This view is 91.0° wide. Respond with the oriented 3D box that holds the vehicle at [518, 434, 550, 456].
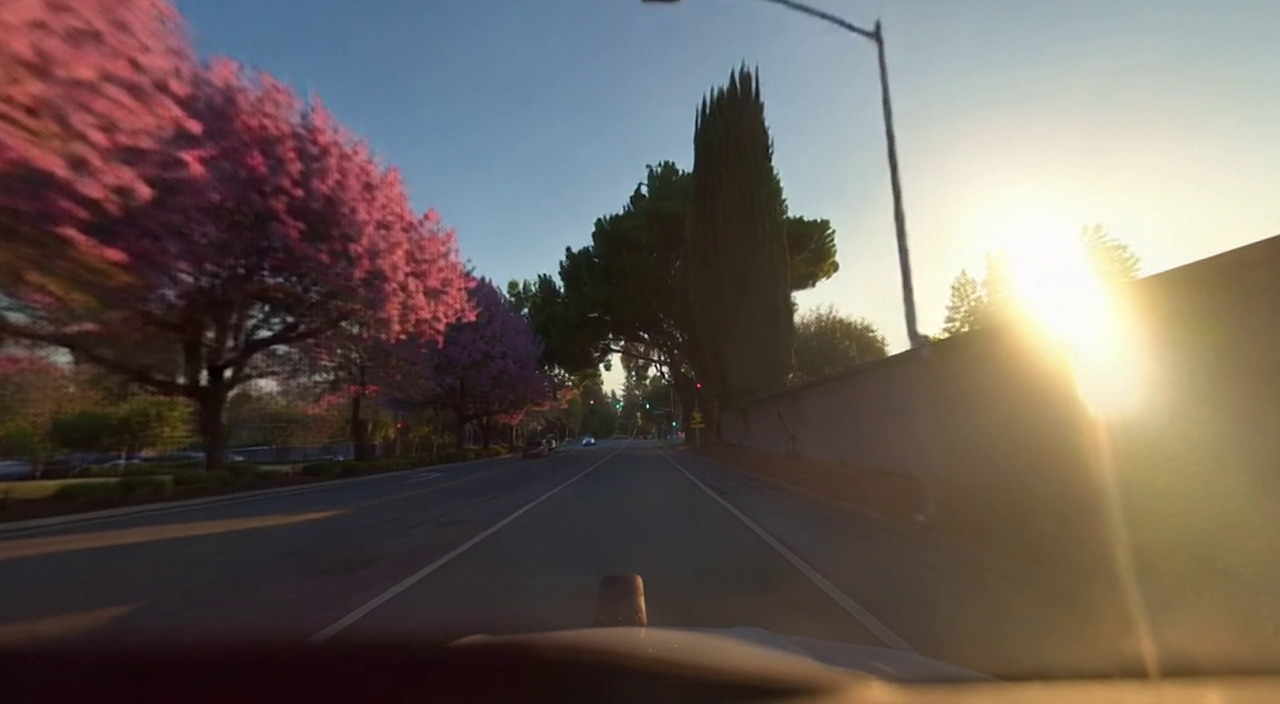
[{"bbox_3d":[-7.904,6.991,47.202,1.783,1.501,4.307,-1,-8,-1],"label":"vehicle"}]
